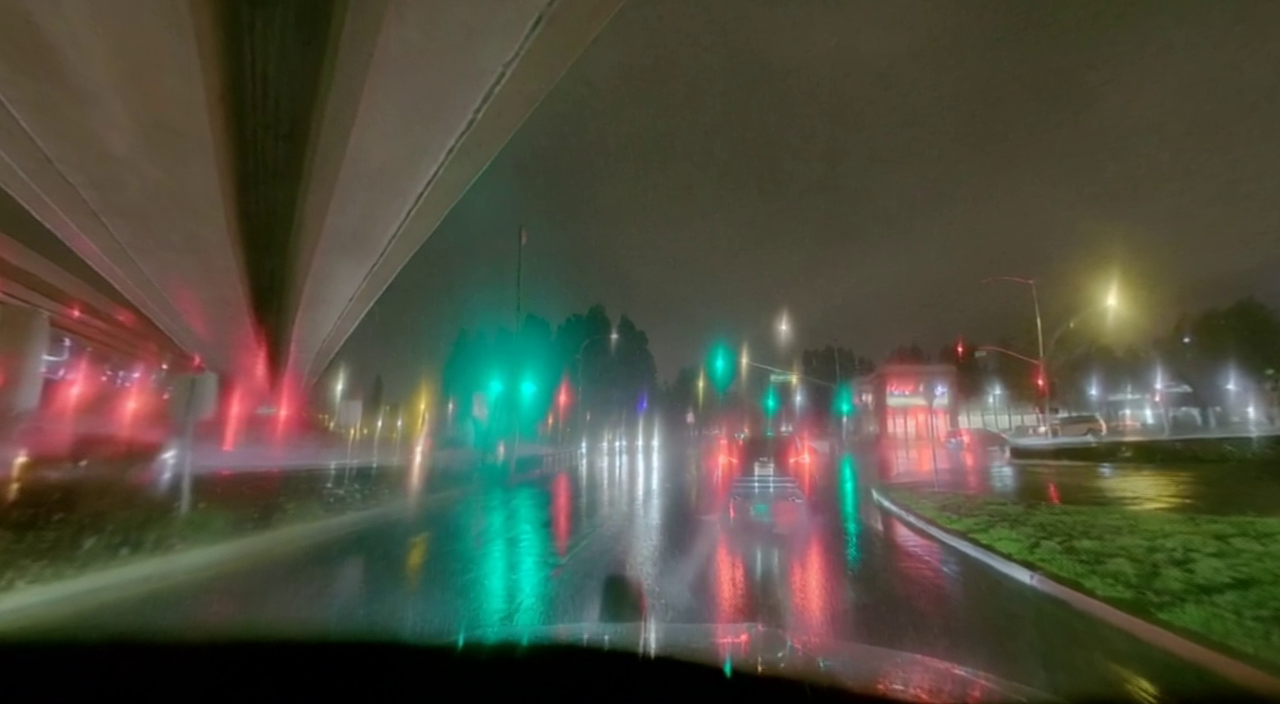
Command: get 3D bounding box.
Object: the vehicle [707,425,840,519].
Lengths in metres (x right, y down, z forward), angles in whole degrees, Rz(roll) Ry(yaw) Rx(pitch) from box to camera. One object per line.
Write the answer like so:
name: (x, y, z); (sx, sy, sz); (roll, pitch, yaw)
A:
vehicle: (2.574, 2.357, 12.980); (2.195, 1.571, 4.353); (-1, -8, 8)

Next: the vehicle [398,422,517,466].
vehicle: (-8.421, 4.284, 29.306); (4.761, 1.930, 2.175); (-2, -9, 12)

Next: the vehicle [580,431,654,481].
vehicle: (-0.662, 3.563, 21.940); (2.214, 1.519, 4.704); (-1, -8, 2)

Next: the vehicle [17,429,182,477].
vehicle: (-22.730, 4.270, 26.815); (4.827, 1.885, 2.008); (4, -9, -25)

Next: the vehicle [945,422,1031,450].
vehicle: (21.641, 5.246, 39.247); (4.755, 1.623, 2.290); (4, -9, -26)

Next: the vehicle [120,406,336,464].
vehicle: (-29.783, 6.240, 47.164); (3.136, 3.659, 13.988); (-4, -9, 23)
